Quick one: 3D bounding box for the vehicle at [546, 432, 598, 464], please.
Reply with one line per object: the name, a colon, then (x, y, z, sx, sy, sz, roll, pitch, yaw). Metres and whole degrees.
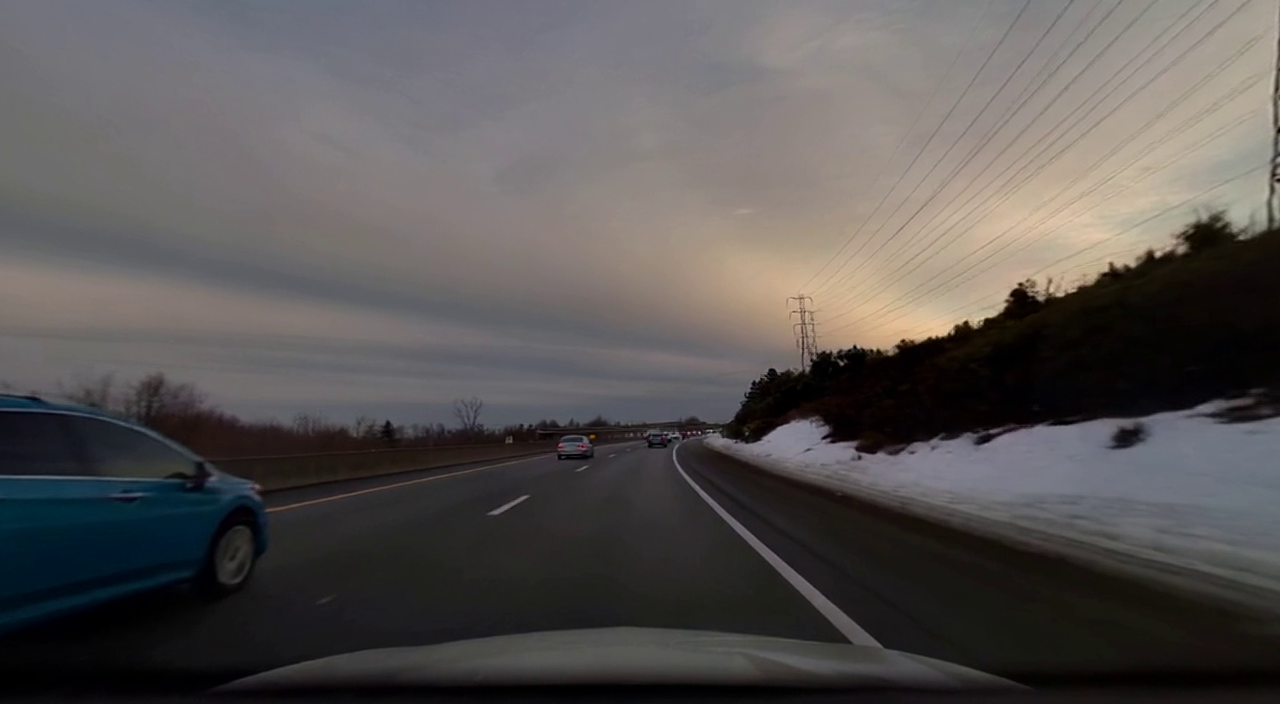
vehicle: (-3.392, 4.852, 32.119, 2.030, 1.522, 4.250, 0, -8, 2)

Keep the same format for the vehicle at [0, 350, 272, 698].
vehicle: (-4.193, 0.856, 3.165, 2.072, 1.706, 4.260, 0, -8, 0)

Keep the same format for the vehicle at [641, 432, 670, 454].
vehicle: (1.224, 6.851, 47.519, 2.077, 1.523, 4.206, 0, -8, 3)
